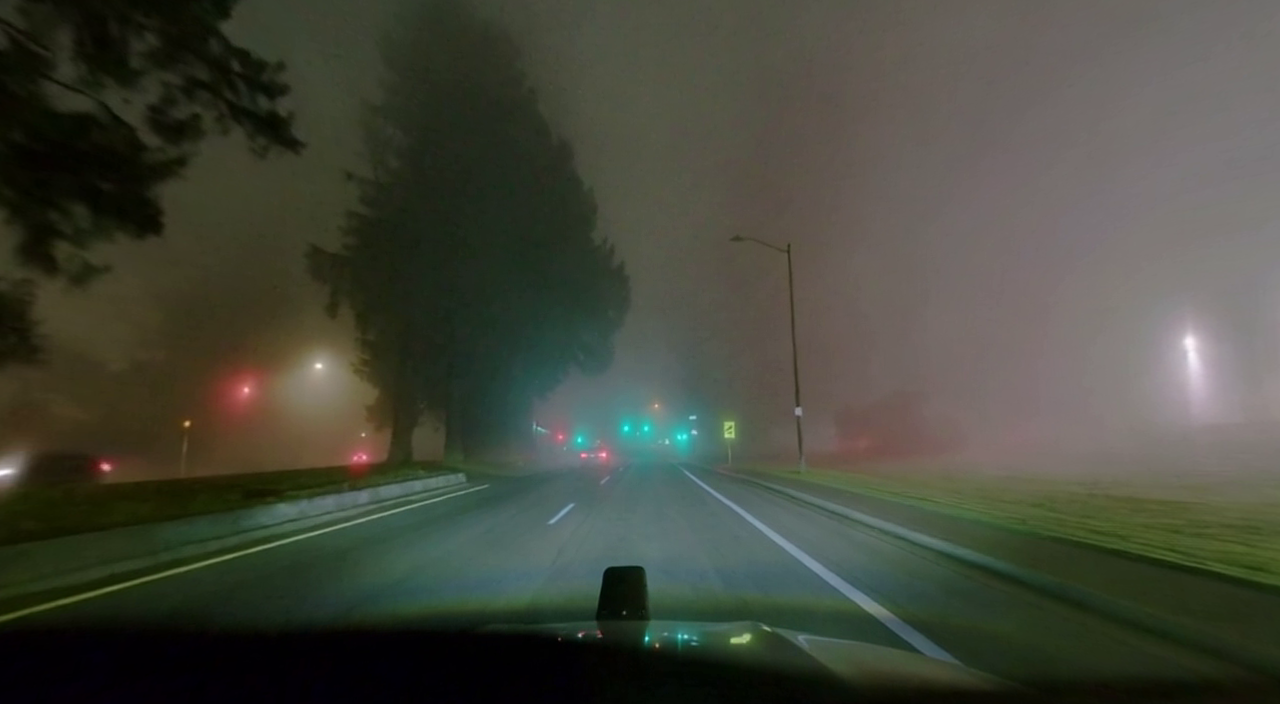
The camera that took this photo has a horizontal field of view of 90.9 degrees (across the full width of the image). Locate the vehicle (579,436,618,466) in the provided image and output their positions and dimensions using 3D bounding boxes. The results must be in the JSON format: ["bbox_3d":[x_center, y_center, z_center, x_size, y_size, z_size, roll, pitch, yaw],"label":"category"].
[{"bbox_3d":[-2.485,6.066,38.679,2.016,1.694,4.335,-1,-8,1],"label":"vehicle"}]

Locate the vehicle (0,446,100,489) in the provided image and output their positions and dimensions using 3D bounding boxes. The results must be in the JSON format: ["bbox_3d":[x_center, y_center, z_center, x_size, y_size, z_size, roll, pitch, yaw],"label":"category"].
[{"bbox_3d":[-23.576,4.337,23.993,1.848,1.520,4.593,-1,-8,1],"label":"vehicle"}]
